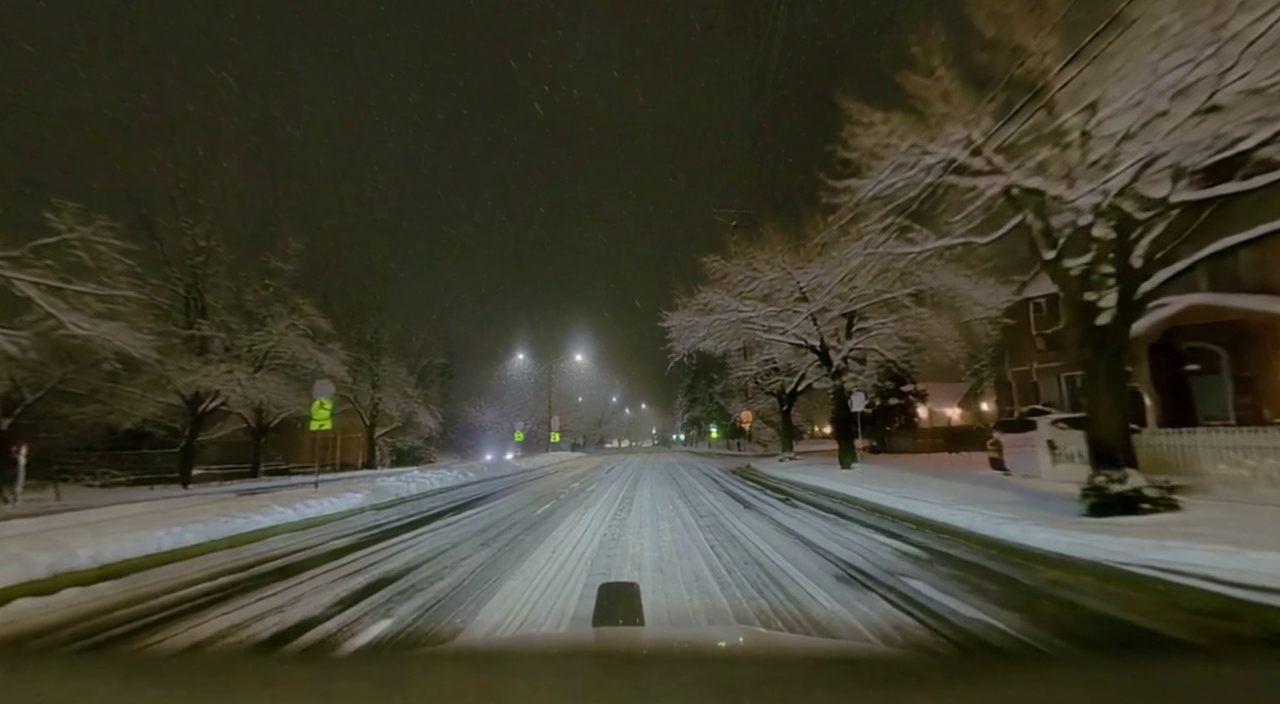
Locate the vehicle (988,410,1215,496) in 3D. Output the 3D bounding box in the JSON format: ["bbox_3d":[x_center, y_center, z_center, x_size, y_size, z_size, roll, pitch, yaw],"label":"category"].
[{"bbox_3d":[10.467,2.345,14.864,1.938,1.695,4.296,0,-8,-2],"label":"vehicle"}]
